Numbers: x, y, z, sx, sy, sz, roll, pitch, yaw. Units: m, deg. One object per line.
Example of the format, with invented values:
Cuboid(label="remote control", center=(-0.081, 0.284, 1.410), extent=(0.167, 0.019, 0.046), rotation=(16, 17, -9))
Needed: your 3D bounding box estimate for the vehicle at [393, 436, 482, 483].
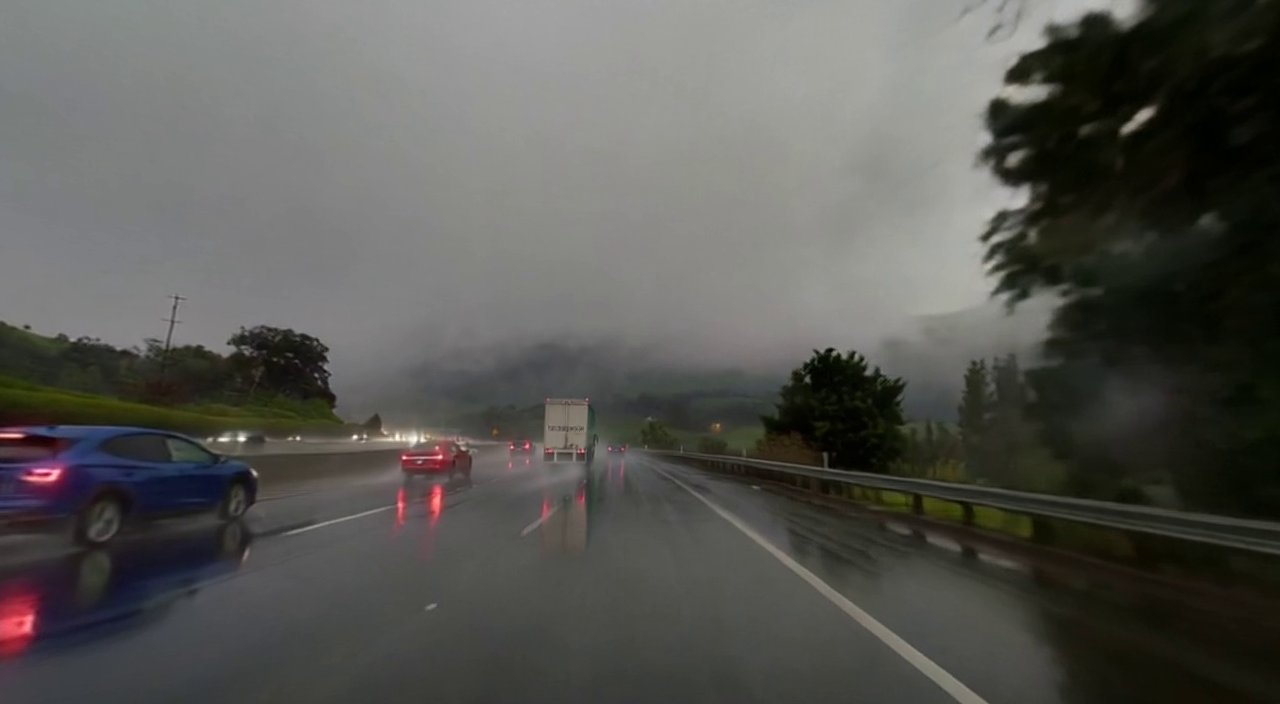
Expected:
Cuboid(label="vehicle", center=(-7.951, 4.262, 25.237), extent=(2.099, 1.644, 4.638), rotation=(0, -9, -1))

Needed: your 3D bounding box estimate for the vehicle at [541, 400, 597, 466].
Cuboid(label="vehicle", center=(-4.872, 6.067, 46.005), extent=(2.880, 4.025, 14.064), rotation=(1, -9, -2))

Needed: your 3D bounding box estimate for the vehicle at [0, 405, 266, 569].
Cuboid(label="vehicle", center=(-7.669, 1.757, 8.924), extent=(2.081, 1.740, 4.268), rotation=(0, -9, -1))
